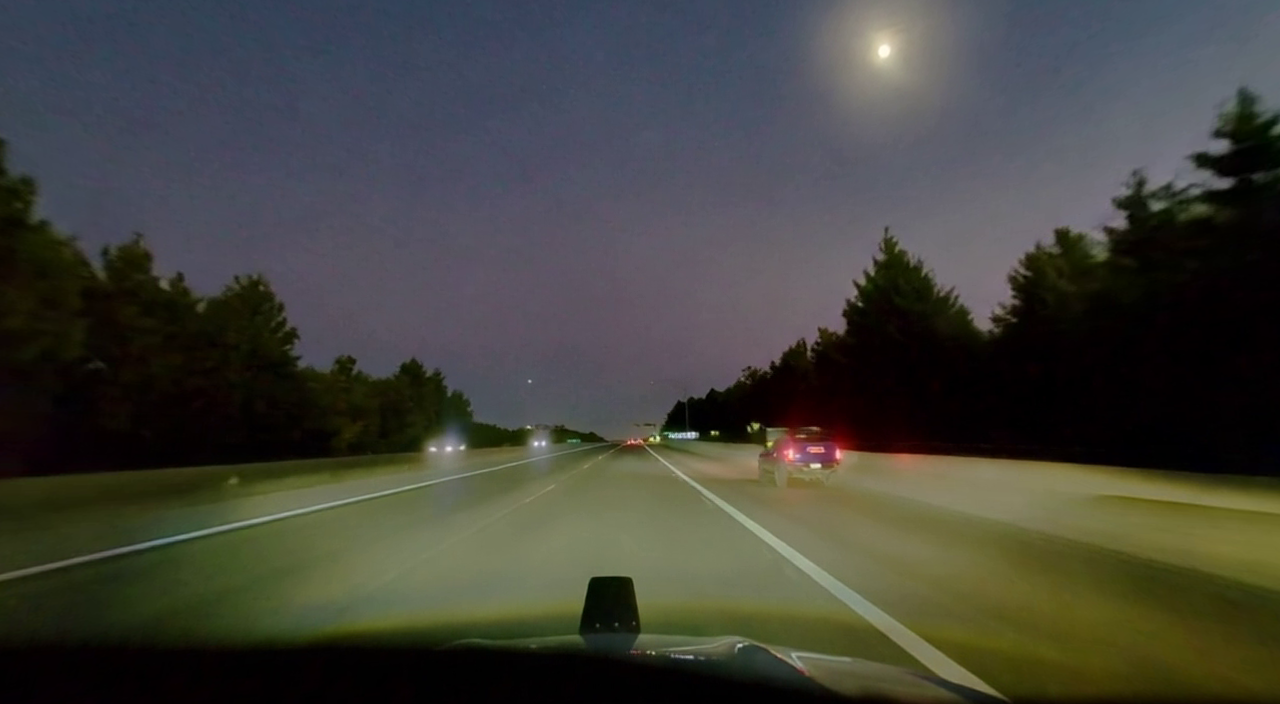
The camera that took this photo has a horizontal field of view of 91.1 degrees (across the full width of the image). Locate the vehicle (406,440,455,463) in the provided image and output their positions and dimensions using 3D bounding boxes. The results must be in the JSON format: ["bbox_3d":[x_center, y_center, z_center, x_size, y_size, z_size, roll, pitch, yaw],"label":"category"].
[{"bbox_3d":[-13.814,6.547,41.727,1.837,1.423,4.162,0,-8,0],"label":"vehicle"}]
